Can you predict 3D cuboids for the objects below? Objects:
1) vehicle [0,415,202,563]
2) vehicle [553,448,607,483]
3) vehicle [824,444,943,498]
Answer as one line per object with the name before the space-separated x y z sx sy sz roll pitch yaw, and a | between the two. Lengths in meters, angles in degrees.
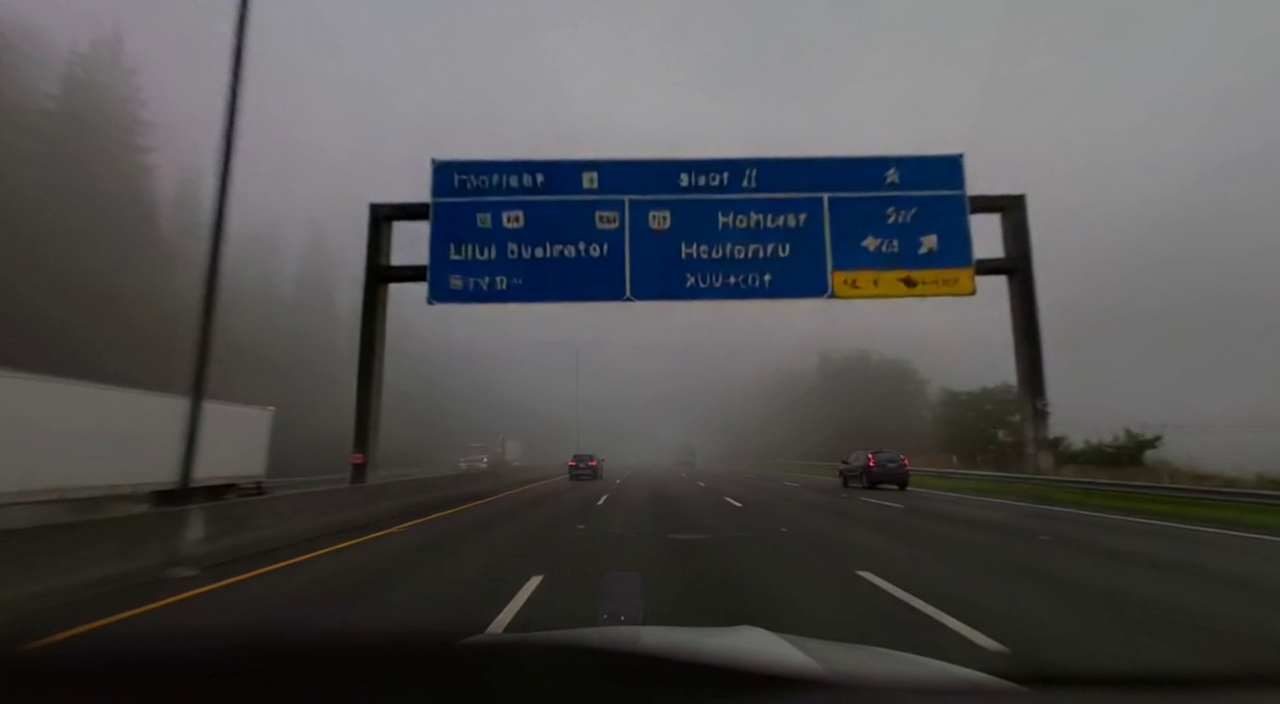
vehicle | -11.422 2.391 11.353 2.334 2.350 6.510 0 -9 0
vehicle | -2.814 5.430 30.448 2.191 1.563 4.318 0 -9 0
vehicle | 7.623 3.750 20.271 1.943 1.493 4.507 0 -9 -1
